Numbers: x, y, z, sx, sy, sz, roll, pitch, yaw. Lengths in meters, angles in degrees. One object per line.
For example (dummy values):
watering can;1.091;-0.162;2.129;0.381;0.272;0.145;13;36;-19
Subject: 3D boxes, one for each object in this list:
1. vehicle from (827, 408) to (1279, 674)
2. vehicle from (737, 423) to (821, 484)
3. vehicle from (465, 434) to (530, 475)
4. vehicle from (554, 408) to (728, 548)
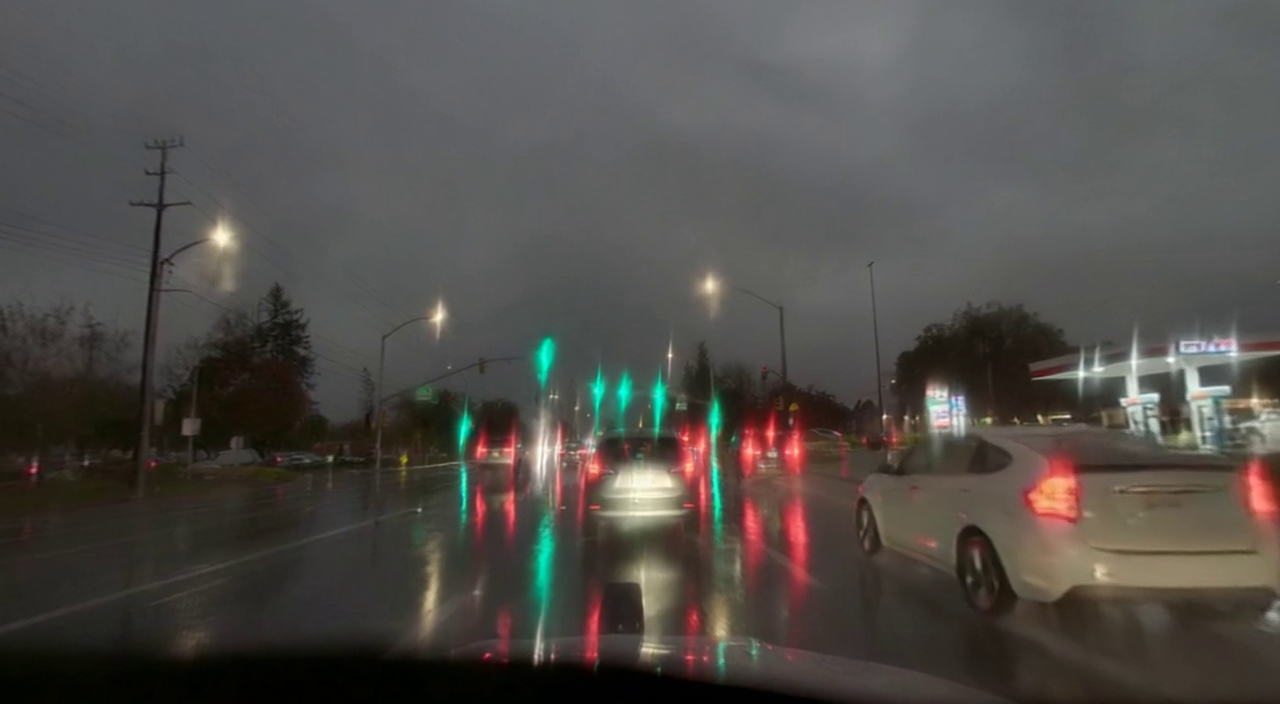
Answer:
vehicle;3.356;1.376;5.777;1.904;1.472;4.358;0;-8;-1
vehicle;4.489;3.368;21.183;2.116;1.791;5.006;-1;-8;5
vehicle;-6.390;4.652;28.888;1.994;1.695;4.471;0;-8;-1
vehicle;-0.049;1.848;9.875;2.164;1.718;3.881;0;-8;-2
